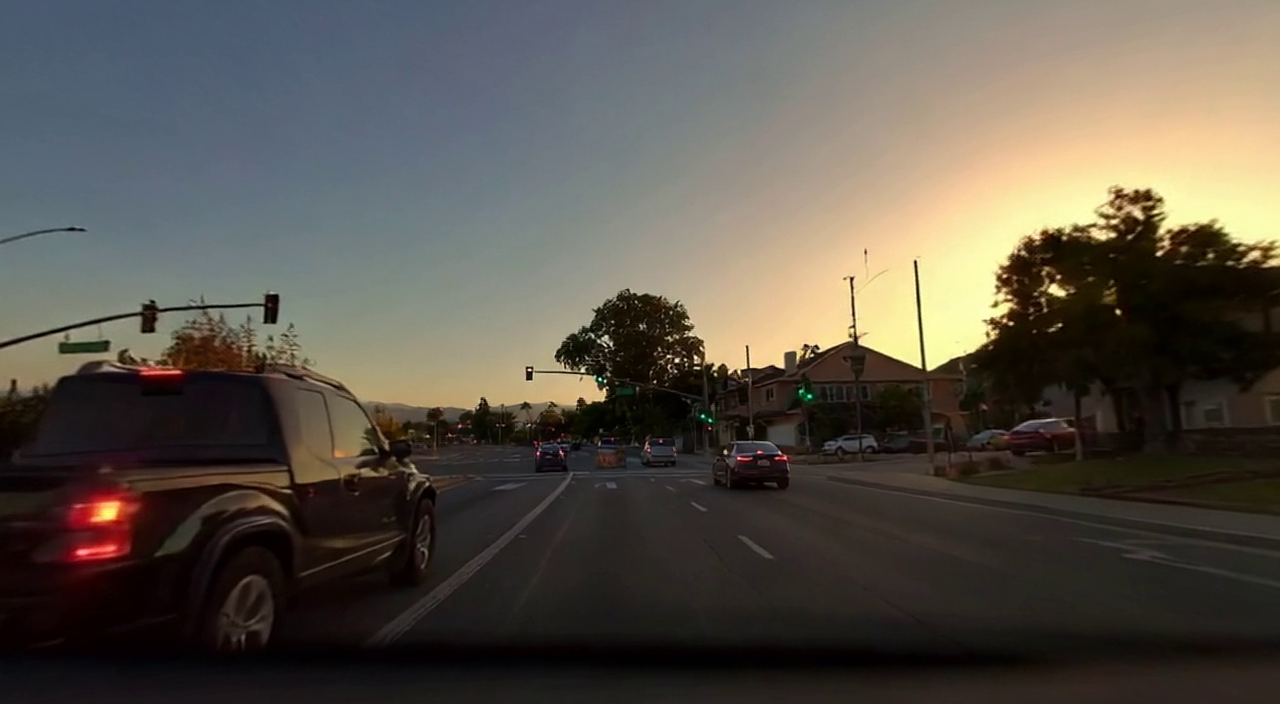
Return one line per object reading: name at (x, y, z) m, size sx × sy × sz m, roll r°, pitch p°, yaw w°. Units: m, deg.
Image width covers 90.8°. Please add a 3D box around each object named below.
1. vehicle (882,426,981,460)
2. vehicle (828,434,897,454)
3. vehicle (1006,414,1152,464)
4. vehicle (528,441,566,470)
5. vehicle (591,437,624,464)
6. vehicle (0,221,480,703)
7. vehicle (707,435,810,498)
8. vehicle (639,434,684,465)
vehicle at (16.505, 5.165, 35.877) m, size 4.691 × 1.626 × 1.943 m, roll -2°, pitch -7°, yaw -9°
vehicle at (16.515, 6.833, 46.937) m, size 4.490 × 1.463 × 1.894 m, roll 2°, pitch -9°, yaw -15°
vehicle at (17.036, 3.443, 24.886) m, size 2.058 × 1.766 × 4.563 m, roll 1°, pitch -8°, yaw -8°
vehicle at (-5.125, 5.746, 35.204) m, size 1.864 × 1.505 × 4.202 m, roll 1°, pitch -8°, yaw -6°
vehicle at (-2.396, 7.097, 45.673) m, size 2.164 × 1.867 × 4.254 m, roll 1°, pitch -8°, yaw -6°
vehicle at (-2.962, 0.920, 3.789) m, size 2.354 × 1.948 × 6.355 m, roll 0°, pitch -8°, yaw 0°
vehicle at (3.118, 3.092, 17.478) m, size 1.870 × 1.491 × 4.009 m, roll 0°, pitch -8°, yaw -3°
vehicle at (1.413, 6.722, 43.745) m, size 2.391 × 1.960 × 5.600 m, roll 1°, pitch -8°, yaw -5°
